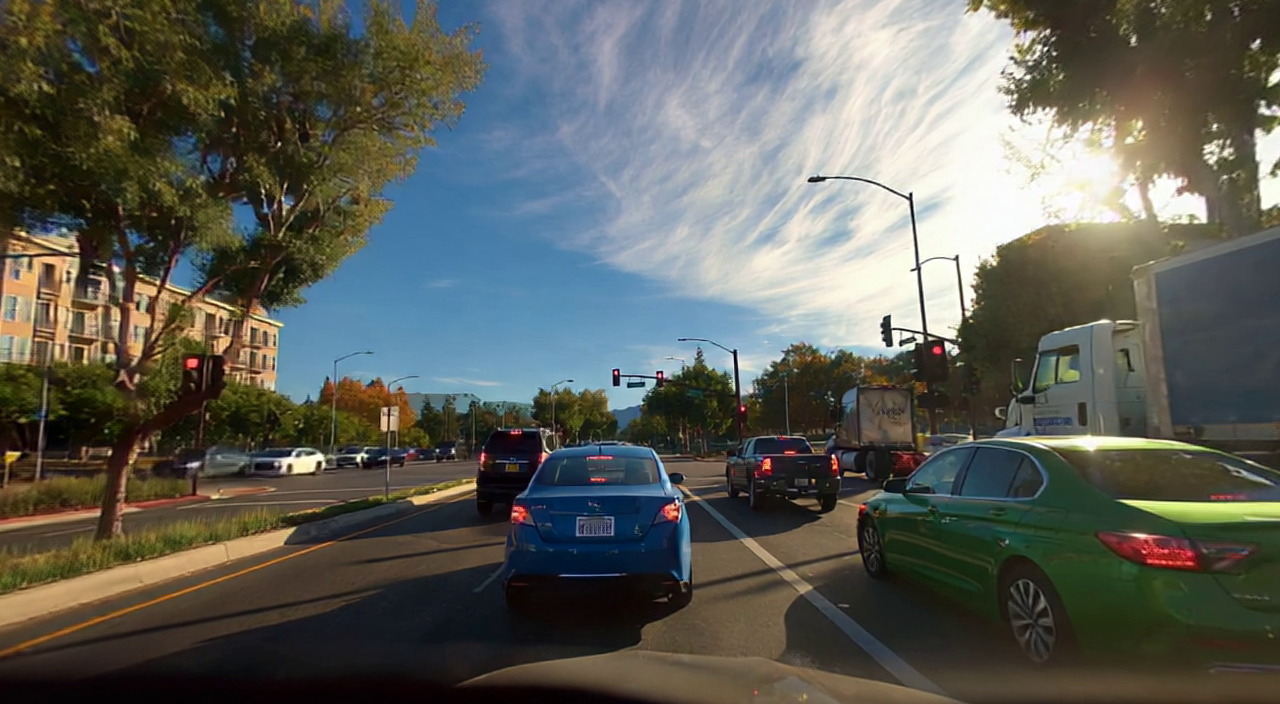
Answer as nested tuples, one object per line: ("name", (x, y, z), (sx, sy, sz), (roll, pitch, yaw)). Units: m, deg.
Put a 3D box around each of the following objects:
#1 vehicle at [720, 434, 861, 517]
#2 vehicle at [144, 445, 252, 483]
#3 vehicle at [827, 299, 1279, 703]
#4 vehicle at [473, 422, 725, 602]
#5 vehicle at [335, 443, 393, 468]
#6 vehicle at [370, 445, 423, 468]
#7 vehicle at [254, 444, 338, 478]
("vehicle", (3.153, 2.676, 14.308), (2.026, 1.549, 4.559), (0, -8, -1))
("vehicle", (-21.681, 5.492, 31.268), (1.935, 1.701, 4.590), (0, -8, 0))
("vehicle", (3.578, 1.109, 5.055), (2.572, 1.945, 5.065), (0, -8, 0))
("vehicle", (-0.369, 1.653, 7.386), (2.143, 1.520, 3.848), (0, -8, -1))
("vehicle", (-21.242, 7.981, 48.875), (2.233, 1.782, 4.862), (0, -8, 0))
("vehicle", (-18.105, 7.767, 47.190), (2.130, 1.550, 4.618), (0, -8, 0))
("vehicle", (-17.945, 5.682, 33.190), (1.976, 1.667, 4.274), (0, -8, 0))
